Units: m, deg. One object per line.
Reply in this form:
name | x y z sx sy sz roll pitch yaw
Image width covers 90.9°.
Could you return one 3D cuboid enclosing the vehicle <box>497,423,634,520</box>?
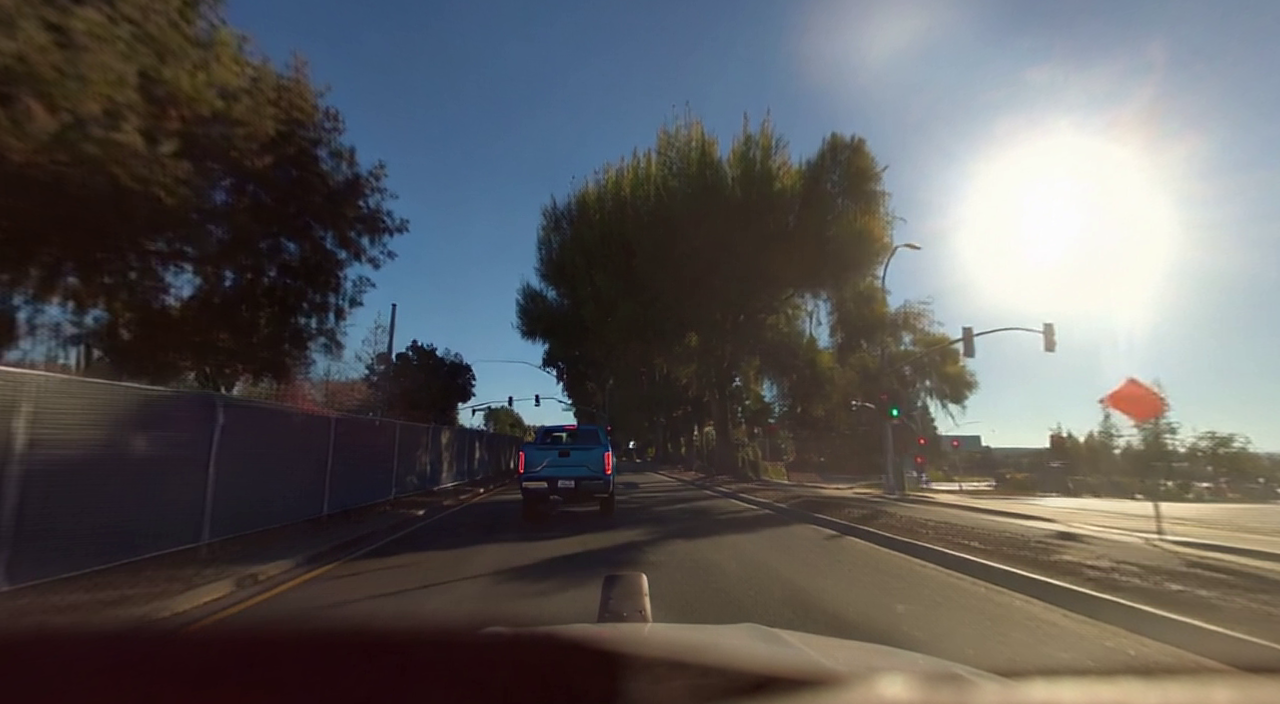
vehicle | -1.396 2.521 13.939 2.436 1.698 5.322 0 -8 -2
